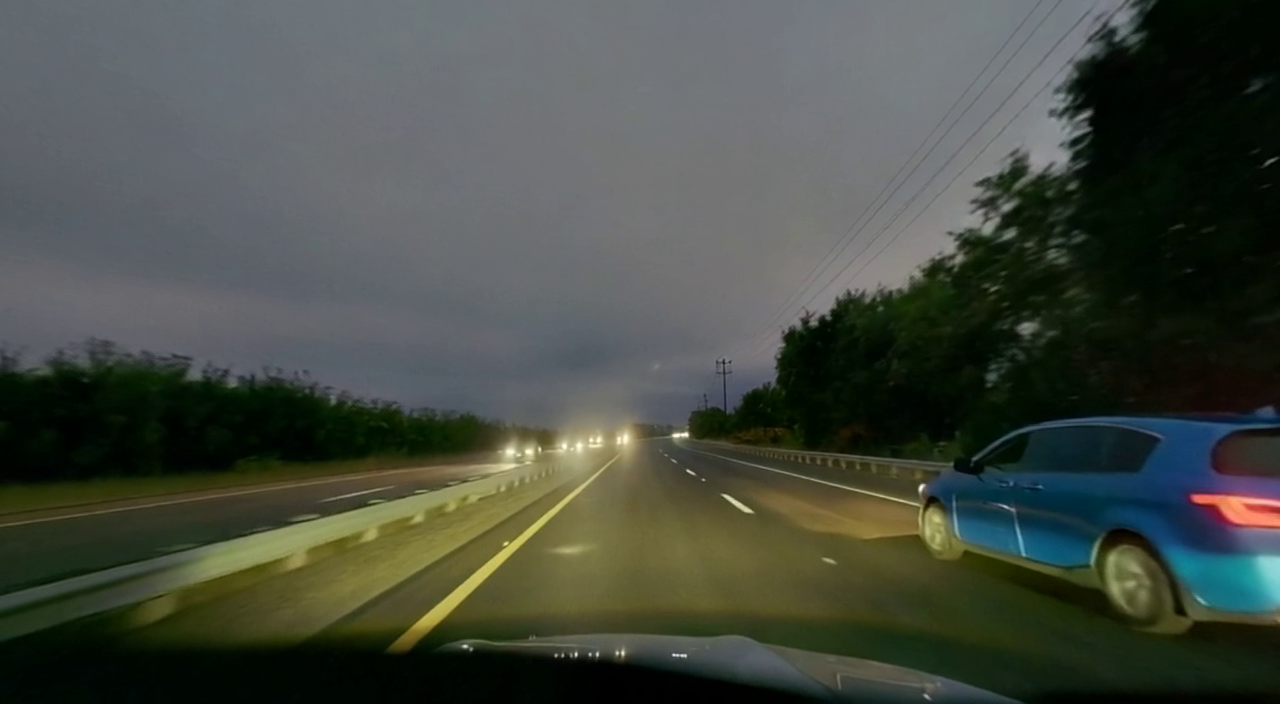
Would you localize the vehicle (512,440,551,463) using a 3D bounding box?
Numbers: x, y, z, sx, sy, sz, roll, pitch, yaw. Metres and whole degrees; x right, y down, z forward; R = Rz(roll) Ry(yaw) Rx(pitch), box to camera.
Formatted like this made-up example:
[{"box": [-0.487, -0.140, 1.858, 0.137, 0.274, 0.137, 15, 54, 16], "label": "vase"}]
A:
[{"box": [-7.483, 6.908, 43.729, 2.000, 1.485, 3.887, 0, -8, 0], "label": "vehicle"}]

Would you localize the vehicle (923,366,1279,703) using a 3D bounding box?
[{"box": [3.760, 1.020, 3.951, 2.032, 1.562, 4.029, 0, -8, -1], "label": "vehicle"}]
